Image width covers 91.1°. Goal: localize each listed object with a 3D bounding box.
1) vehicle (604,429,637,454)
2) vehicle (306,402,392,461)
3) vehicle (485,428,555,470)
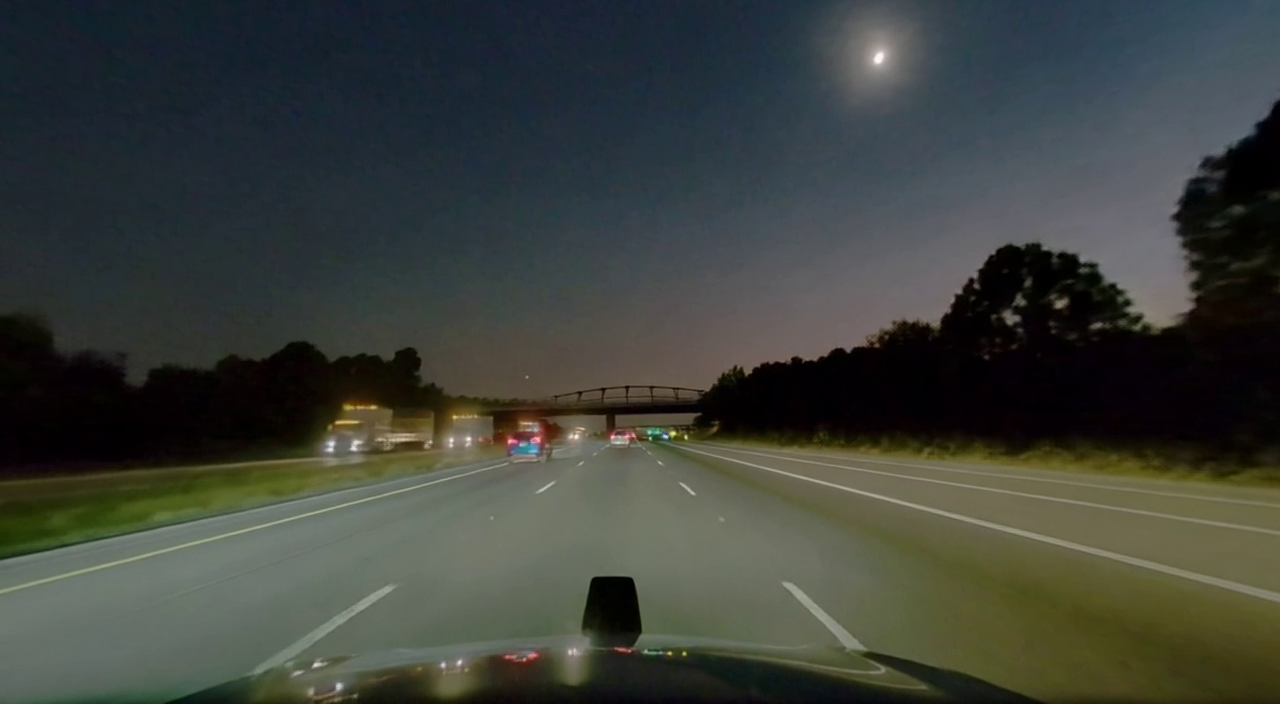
[{"bbox_3d":[-1.258,6.030,42.467,2.116,1.625,4.004,0,-8,0],"label":"vehicle"},{"bbox_3d":[-20.892,5.786,45.629,3.146,3.920,6.327,1,-7,-1],"label":"vehicle"},{"bbox_3d":[-4.797,3.945,25.836,2.017,1.537,4.496,0,-8,0],"label":"vehicle"}]
